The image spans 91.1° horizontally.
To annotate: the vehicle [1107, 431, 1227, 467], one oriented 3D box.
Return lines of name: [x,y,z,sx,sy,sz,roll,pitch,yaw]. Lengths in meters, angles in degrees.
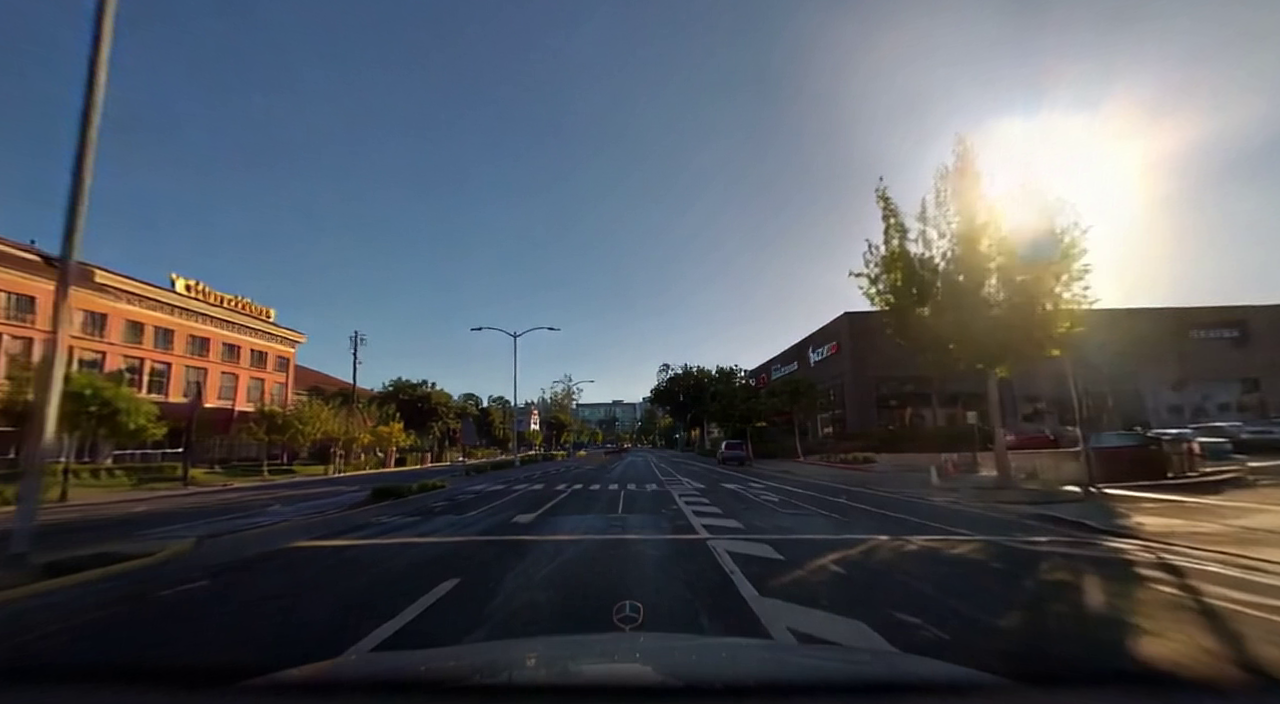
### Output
vehicle: [25.717,4.777,30.893,1.908,1.617,4.452,0,-9,-2]

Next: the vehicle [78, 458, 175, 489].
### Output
vehicle: [-31.144,7.362,38.240,4.351,1.547,1.998,3,-11,-34]

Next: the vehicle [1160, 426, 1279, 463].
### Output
vehicle: [28.296,4.494,30.478,1.898,1.609,4.864,0,-9,0]

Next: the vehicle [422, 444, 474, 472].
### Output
vehicle: [-13.383,7.401,44.096,2.398,1.807,4.507,0,-9,-3]

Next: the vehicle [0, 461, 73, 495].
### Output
vehicle: [-31.290,6.281,31.198,4.360,1.536,1.990,7,-11,-39]

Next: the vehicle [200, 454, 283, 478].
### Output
vehicle: [-29.500,8.405,46.690,5.026,1.615,1.939,5,-10,-30]

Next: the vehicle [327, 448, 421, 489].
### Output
vehicle: [-12.267,5.367,29.421,2.082,1.712,5.122,0,-9,1]

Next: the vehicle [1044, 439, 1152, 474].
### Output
vehicle: [22.846,5.180,31.566,2.025,1.586,4.486,-1,-8,0]

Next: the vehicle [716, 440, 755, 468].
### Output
vehicle: [6.811,7.311,45.136,2.017,1.839,4.351,0,-9,-1]
